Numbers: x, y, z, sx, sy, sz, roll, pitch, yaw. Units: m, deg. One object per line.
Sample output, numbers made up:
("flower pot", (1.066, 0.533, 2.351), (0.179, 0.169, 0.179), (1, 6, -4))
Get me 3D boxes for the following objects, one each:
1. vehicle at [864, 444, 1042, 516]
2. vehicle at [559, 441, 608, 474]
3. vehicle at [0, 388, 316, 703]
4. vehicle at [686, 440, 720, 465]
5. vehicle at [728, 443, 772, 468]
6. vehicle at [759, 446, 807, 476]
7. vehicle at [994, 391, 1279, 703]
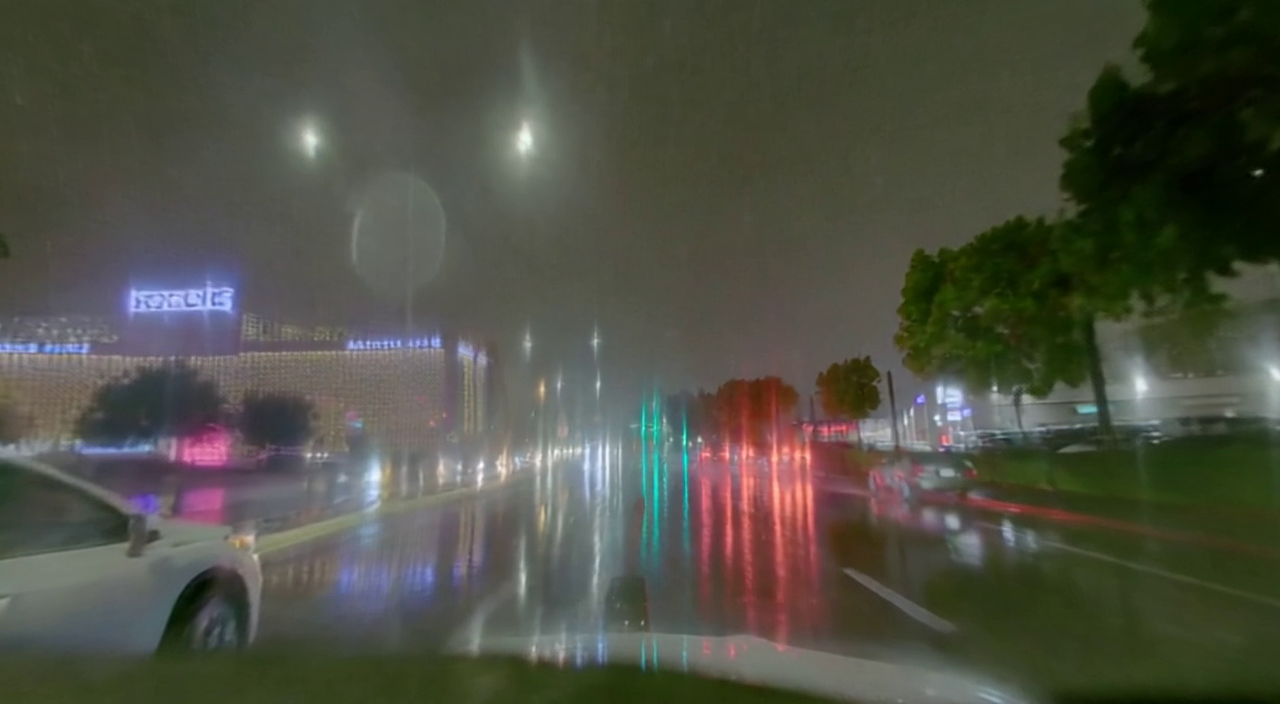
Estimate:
("vehicle", (7.377, 3.021, 15.513), (1.976, 1.469, 4.576), (0, -8, -1))
("vehicle", (-2.737, 5.210, 31.384), (1.917, 1.511, 4.436), (-1, -8, 1))
("vehicle", (-3.328, 0.831, 1.788), (2.155, 1.504, 4.776), (-1, -8, 2))
("vehicle", (4.487, 7.268, 45.636), (2.007, 1.683, 4.171), (0, -8, -1))
("vehicle", (7.535, 7.135, 43.664), (1.918, 1.598, 4.536), (0, -8, -4))
("vehicle", (7.543, 5.764, 33.559), (1.654, 1.440, 3.647), (0, -8, -1))
("vehicle", (3.315, 0.823, 1.809), (1.981, 1.499, 4.536), (0, -8, 1))
